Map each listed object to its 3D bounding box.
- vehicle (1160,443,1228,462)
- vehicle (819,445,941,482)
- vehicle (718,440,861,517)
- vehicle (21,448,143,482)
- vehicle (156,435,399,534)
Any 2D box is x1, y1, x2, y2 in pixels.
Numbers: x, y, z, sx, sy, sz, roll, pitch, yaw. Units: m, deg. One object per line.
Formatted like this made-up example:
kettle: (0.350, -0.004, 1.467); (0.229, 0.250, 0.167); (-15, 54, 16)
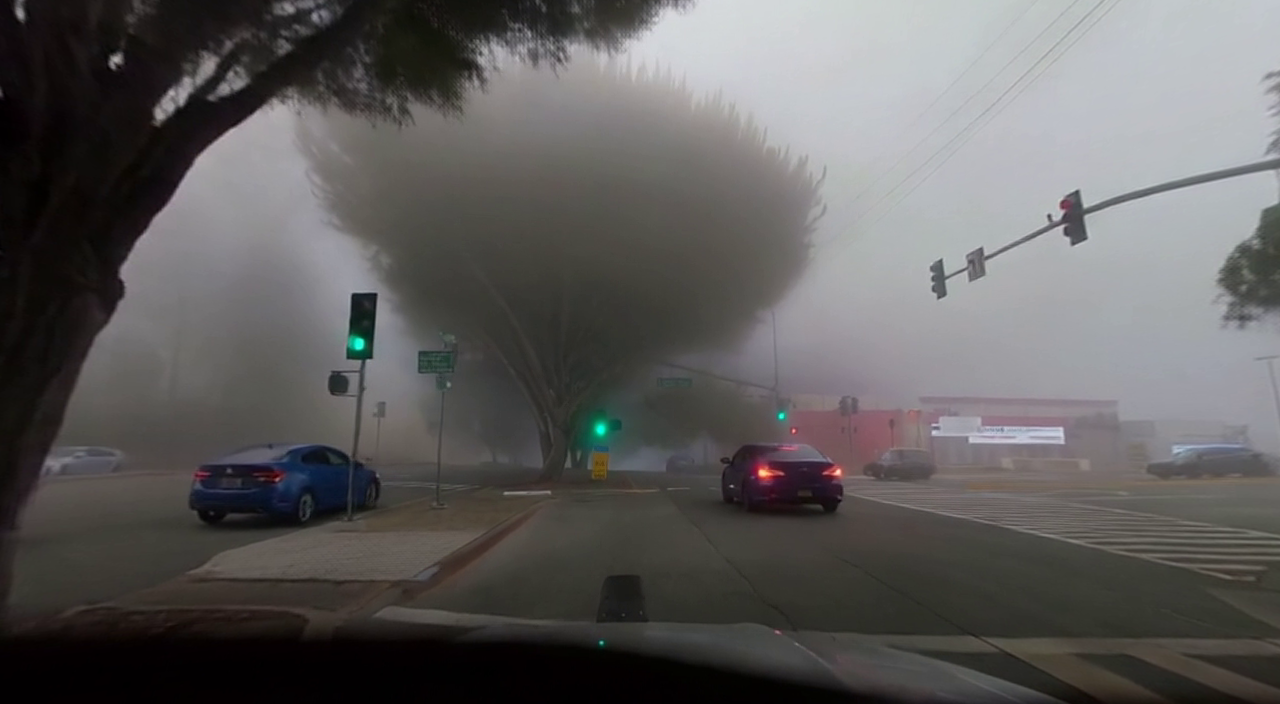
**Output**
vehicle: (43.696, 7.916, 49.783); (1.723, 1.431, 3.880); (0, -8, -1)
vehicle: (10.569, 4.894, 27.862); (4.703, 1.492, 1.930); (2, -9, -14)
vehicle: (3.234, 2.828, 14.754); (1.940, 1.487, 4.562); (0, -8, -4)
vehicle: (-26.176, 5.283, 29.796); (1.800, 1.449, 4.379); (0, -8, -1)
vehicle: (-6.396, 2.359, 11.919); (1.995, 1.470, 4.556); (0, -8, -2)
